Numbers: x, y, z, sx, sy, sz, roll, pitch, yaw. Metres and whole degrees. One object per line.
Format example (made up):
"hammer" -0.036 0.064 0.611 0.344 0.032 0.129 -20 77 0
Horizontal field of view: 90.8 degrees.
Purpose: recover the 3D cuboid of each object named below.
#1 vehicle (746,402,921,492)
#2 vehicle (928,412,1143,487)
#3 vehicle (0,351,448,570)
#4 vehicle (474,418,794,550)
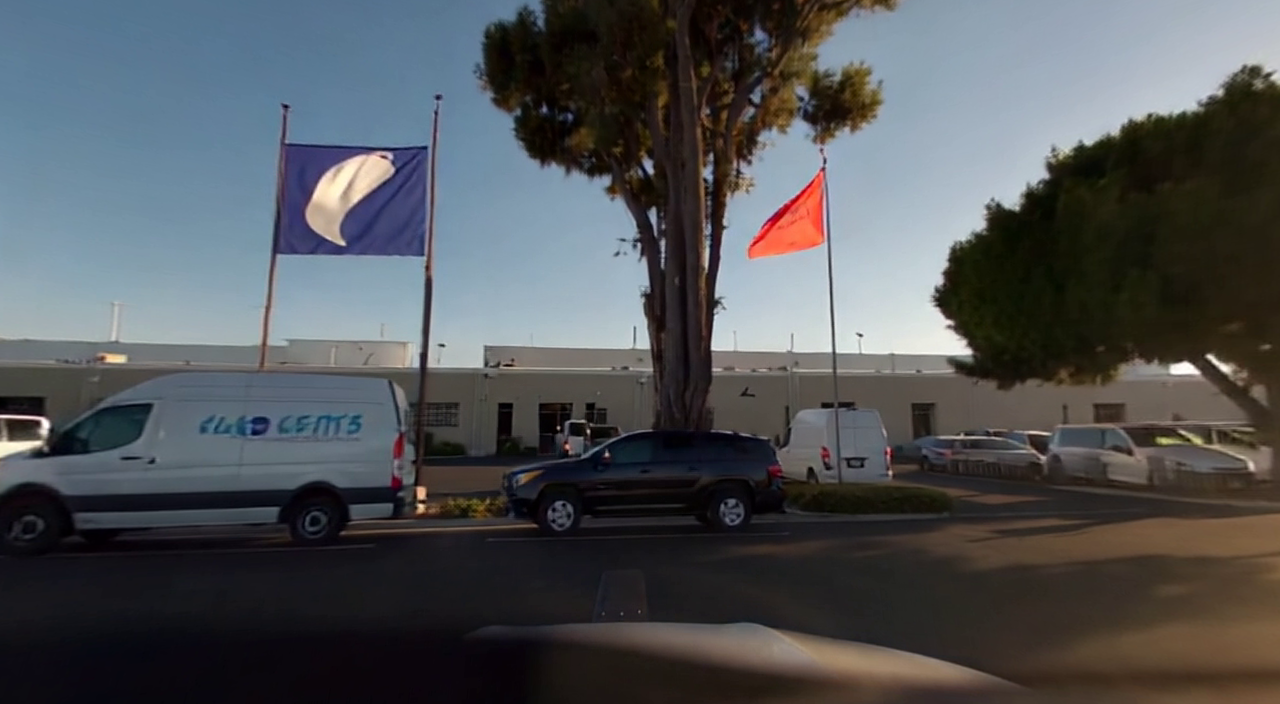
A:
"vehicle" 5.621 2.934 19.637 2.491 2.324 5.986 2 -9 -12
"vehicle" 13.229 3.328 21.973 2.228 2.126 6.632 0 -8 -11
"vehicle" -6.145 1.586 9.652 5.899 2.757 2.257 2 -9 -13
"vehicle" -0.170 2.137 10.750 4.992 1.894 2.043 2 -8 -13
